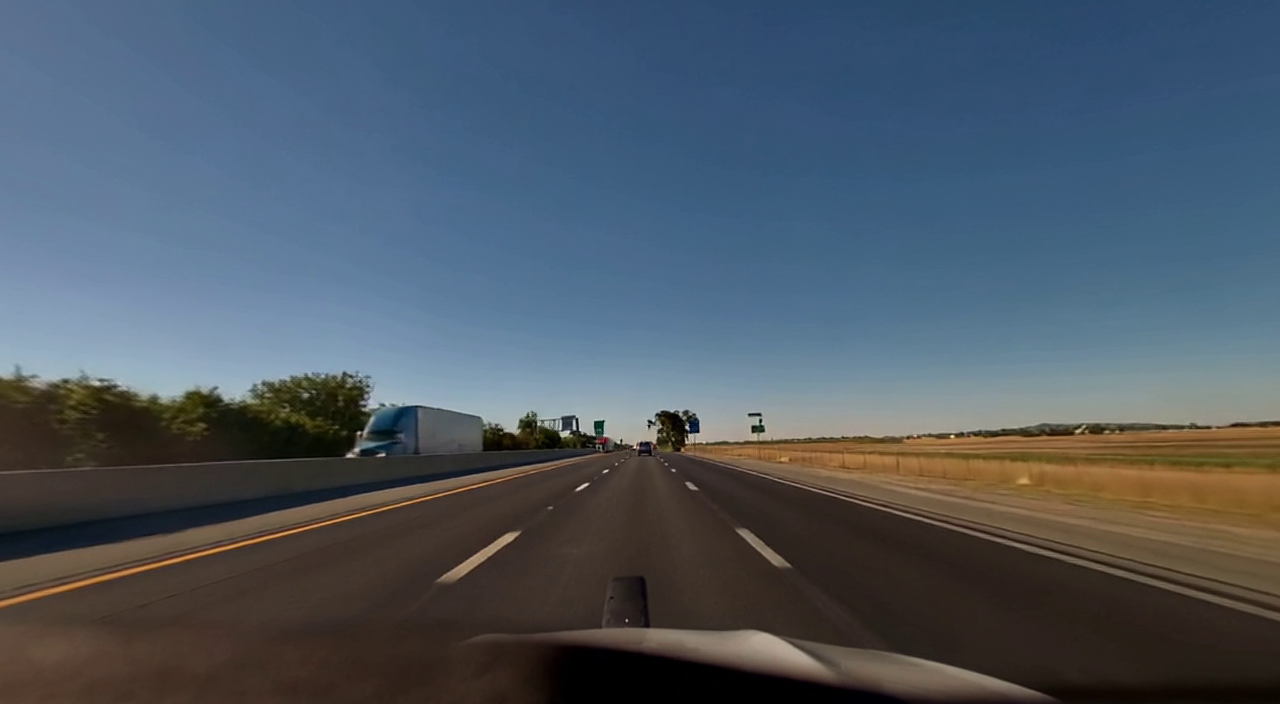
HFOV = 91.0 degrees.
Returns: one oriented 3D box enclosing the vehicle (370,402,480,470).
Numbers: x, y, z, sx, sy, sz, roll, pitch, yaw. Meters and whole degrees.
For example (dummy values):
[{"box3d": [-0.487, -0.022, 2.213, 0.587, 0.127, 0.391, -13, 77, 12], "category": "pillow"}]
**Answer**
[{"box3d": [-14.851, 6.122, 45.360, 2.953, 4.112, 14.059, 0, -8, 0], "category": "vehicle"}]
